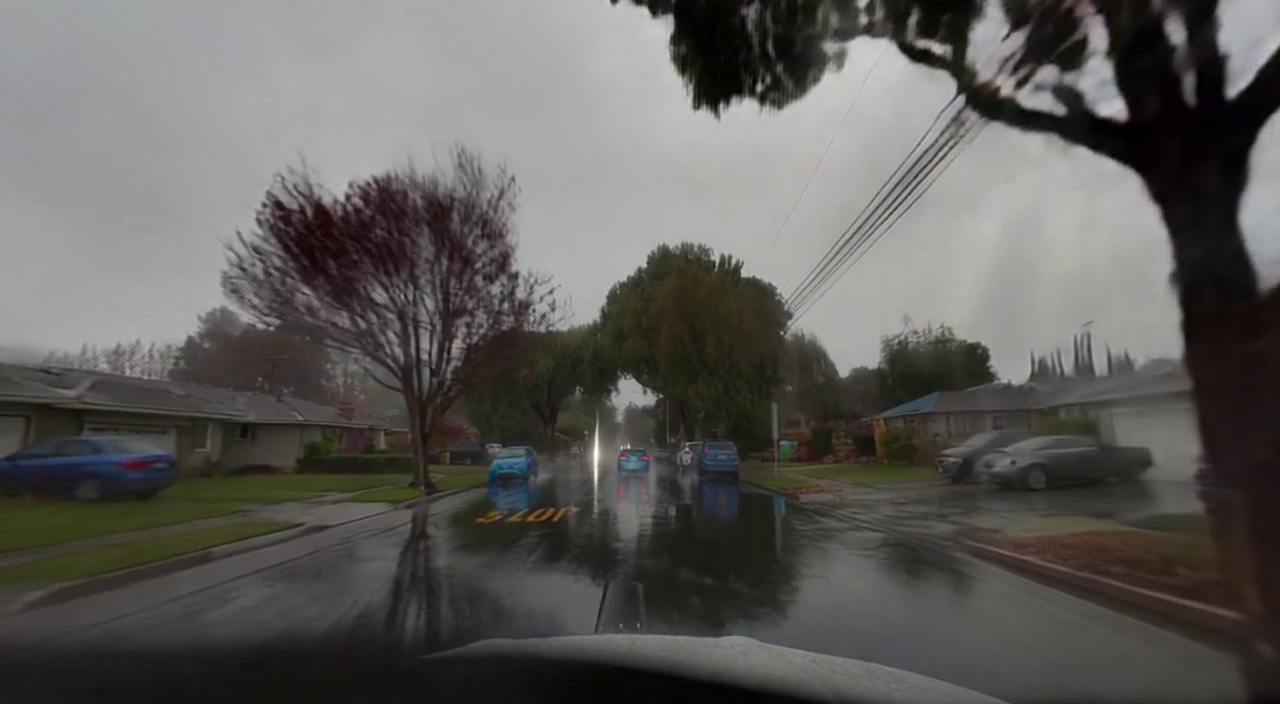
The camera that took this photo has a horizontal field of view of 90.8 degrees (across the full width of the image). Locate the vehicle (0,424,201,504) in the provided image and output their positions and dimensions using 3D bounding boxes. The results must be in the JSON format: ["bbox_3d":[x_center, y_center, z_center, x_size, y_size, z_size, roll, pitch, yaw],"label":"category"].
[{"bbox_3d":[-13.156,2.568,14.621,4.551,1.700,1.920,0,-9,2],"label":"vehicle"}]

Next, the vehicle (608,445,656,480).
[{"bbox_3d":[-0.360,4.904,28.258,2.000,1.449,4.006,0,-9,-1],"label":"vehicle"}]

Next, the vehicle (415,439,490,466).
[{"bbox_3d":[-13.573,7.290,45.915,4.836,1.831,1.982,0,-9,-2],"label":"vehicle"}]

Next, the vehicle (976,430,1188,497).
[{"bbox_3d":[11.512,2.893,16.669,4.157,1.520,1.938,-1,-8,-4],"label":"vehicle"}]

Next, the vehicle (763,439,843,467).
[{"bbox_3d":[10.807,6.681,42.051,4.730,1.504,1.894,-4,-8,0],"label":"vehicle"}]

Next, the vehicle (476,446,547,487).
[{"bbox_3d":[-5.450,4.895,27.388,1.984,1.498,4.508,-3,-8,2],"label":"vehicle"}]

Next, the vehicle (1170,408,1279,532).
[{"bbox_3d":[11.975,1.730,10.440,4.620,1.735,1.969,-6,-8,-4],"label":"vehicle"}]

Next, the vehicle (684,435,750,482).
[{"bbox_3d":[3.436,4.903,29.247,2.221,1.960,4.927,0,-9,-2],"label":"vehicle"}]
